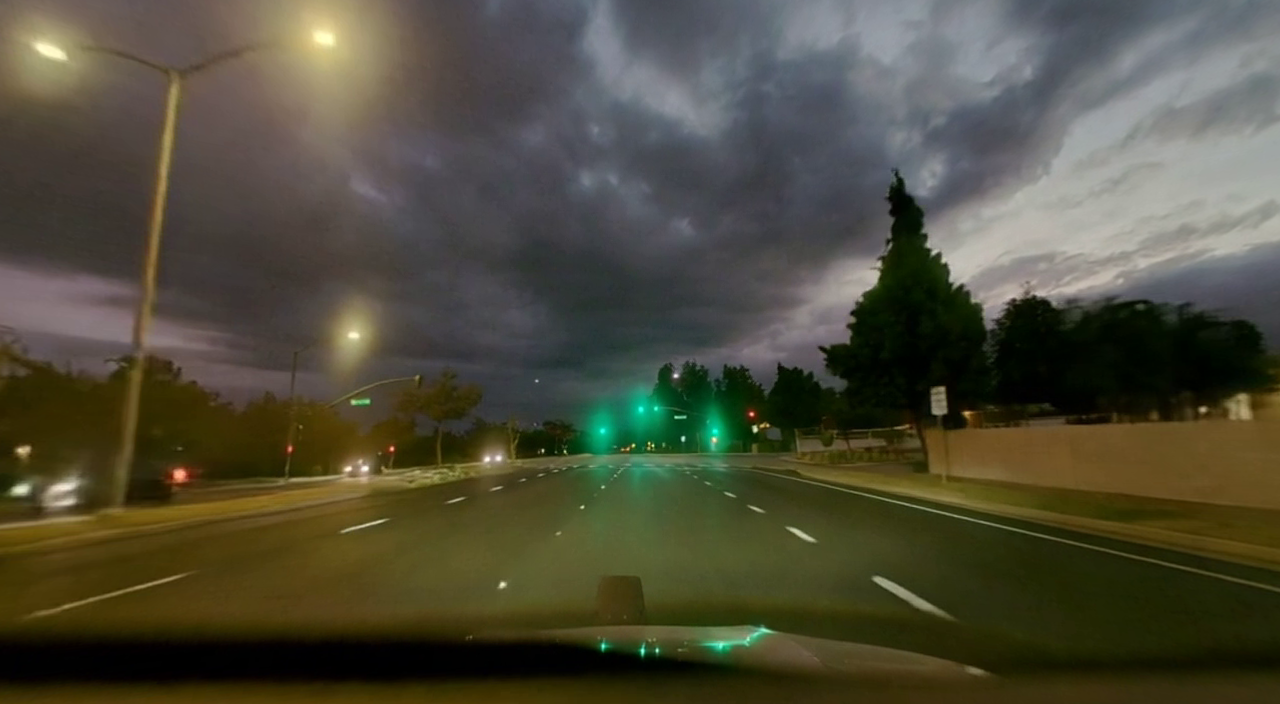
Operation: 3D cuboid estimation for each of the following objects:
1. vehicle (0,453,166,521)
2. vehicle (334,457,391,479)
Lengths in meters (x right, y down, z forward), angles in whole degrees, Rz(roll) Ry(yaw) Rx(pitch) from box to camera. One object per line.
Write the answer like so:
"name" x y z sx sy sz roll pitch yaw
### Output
"vehicle" -16.669 3.893 18.672 1.935 1.686 4.202 -3 -9 0
"vehicle" -20.368 8.534 46.543 2.035 1.453 4.600 0 -9 1
